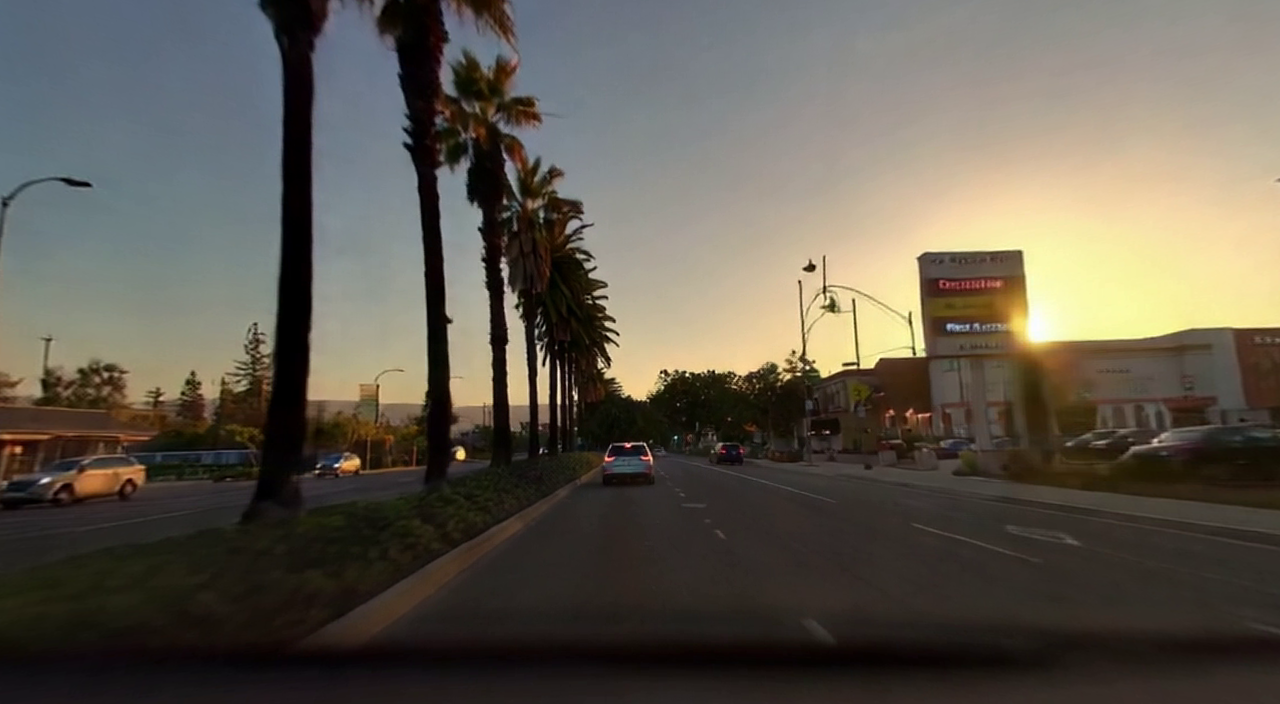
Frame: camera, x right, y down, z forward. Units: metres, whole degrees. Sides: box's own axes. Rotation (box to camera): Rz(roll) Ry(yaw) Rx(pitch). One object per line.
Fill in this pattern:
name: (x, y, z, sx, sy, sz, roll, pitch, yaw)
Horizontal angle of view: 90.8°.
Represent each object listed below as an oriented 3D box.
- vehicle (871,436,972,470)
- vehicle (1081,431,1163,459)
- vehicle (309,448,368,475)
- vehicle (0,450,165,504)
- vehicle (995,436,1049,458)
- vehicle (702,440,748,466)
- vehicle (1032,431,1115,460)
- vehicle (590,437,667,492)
vehicle: (14.984, 5.404, 33.792, 4.358, 1.732, 2.129, 0, -9, -3)
vehicle: (29.815, 5.810, 39.244, 1.890, 1.640, 4.064, 0, -9, 2)
vehicle: (-19.536, 7.081, 41.127, 1.862, 1.606, 4.071, 0, -9, -1)
vehicle: (-19.190, 4.249, 22.009, 2.021, 1.666, 4.247, 0, -9, -1)
vehicle: (27.141, 6.762, 44.979, 1.709, 1.455, 3.449, 0, -9, 1)
vehicle: (5.620, 6.775, 42.356, 2.244, 1.618, 4.585, 0, -9, -2)
vehicle: (26.948, 5.880, 39.498, 2.045, 1.690, 4.761, -1, -9, 3)
vehicle: (-0.323, 3.431, 19.470, 2.106, 1.496, 3.964, 0, -9, 0)
